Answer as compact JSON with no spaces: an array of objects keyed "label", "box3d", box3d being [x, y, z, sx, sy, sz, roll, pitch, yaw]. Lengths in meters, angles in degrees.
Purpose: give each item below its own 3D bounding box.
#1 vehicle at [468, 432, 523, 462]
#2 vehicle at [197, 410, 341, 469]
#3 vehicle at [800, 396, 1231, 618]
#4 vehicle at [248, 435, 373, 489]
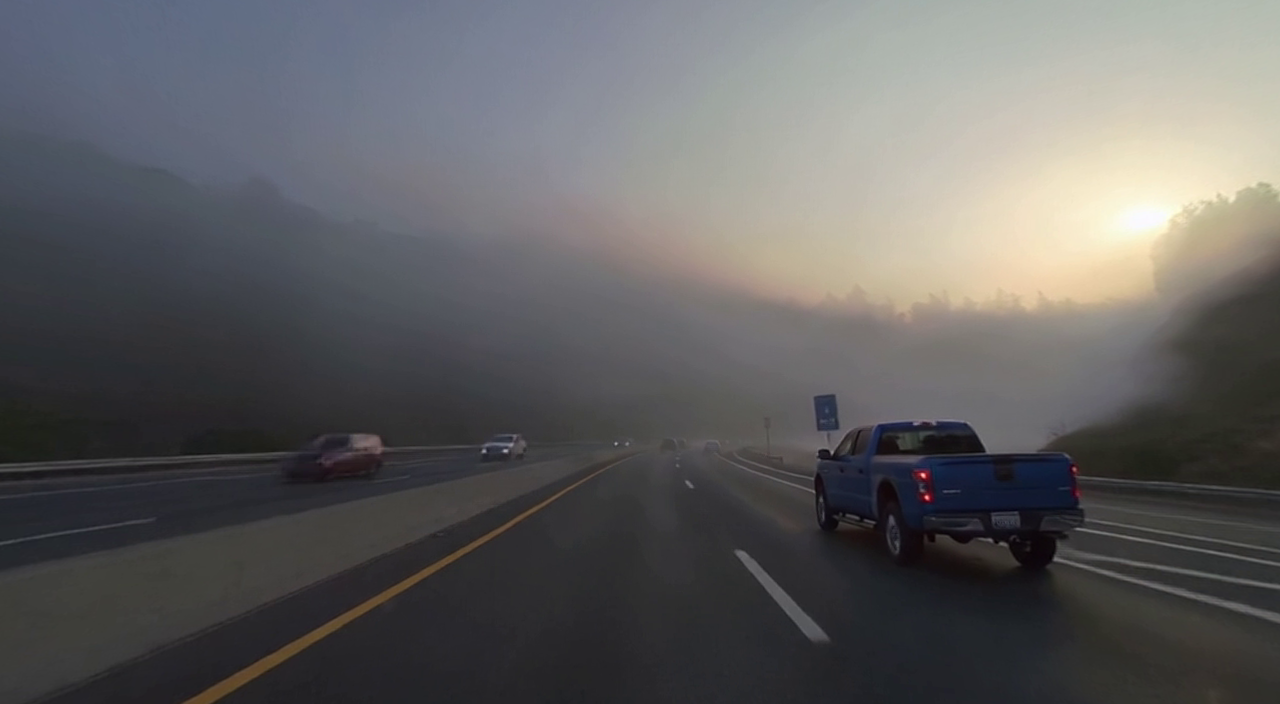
[{"label":"vehicle","box3d":[-9.959,6.638,44.094,2.173,1.932,5.712,-1,-9,4]},{"label":"vehicle","box3d":[-24.130,6.090,42.167,3.203,3.011,10.979,-4,-11,-1]},{"label":"vehicle","box3d":[3.591,1.580,7.447,2.151,1.744,4.709,0,-9,0]},{"label":"vehicle","box3d":[-11.079,3.706,21.639,1.970,1.629,4.136,-1,-9,1]}]
